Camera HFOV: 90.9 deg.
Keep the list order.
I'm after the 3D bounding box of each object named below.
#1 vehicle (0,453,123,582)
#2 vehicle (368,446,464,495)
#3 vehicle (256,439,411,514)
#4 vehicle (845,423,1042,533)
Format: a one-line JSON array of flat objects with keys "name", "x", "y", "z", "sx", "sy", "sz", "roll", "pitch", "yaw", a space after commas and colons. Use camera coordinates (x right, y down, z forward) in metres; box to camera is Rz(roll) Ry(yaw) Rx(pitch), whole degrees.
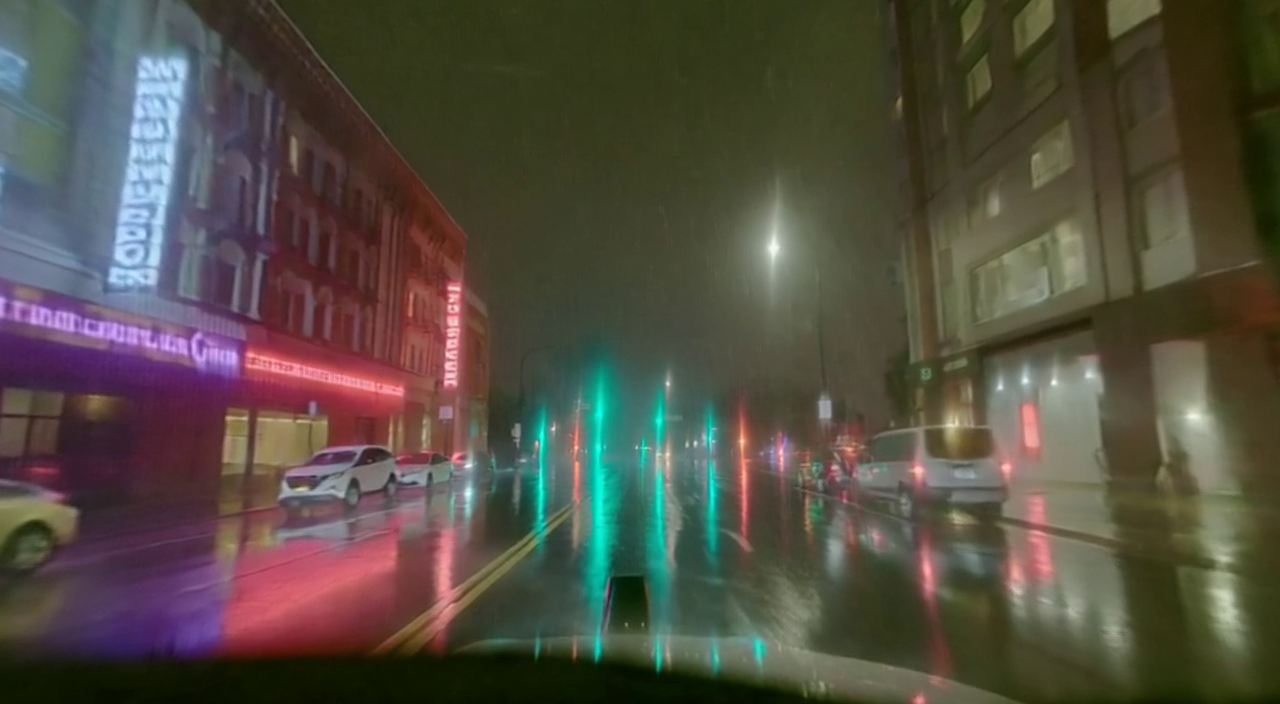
[{"name": "vehicle", "x": -8.898, "y": 1.962, "z": 7.257, "sx": 1.905, "sy": 1.576, "sz": 4.566, "roll": -2, "pitch": -11, "yaw": 1}, {"name": "vehicle", "x": -8.870, "y": 4.700, "z": 25.499, "sx": 2.004, "sy": 1.709, "sz": 4.941, "roll": 0, "pitch": -8, "yaw": 1}, {"name": "vehicle", "x": -8.790, "y": 3.581, "z": 18.694, "sx": 2.140, "sy": 1.861, "sz": 4.801, "roll": -1, "pitch": -9, "yaw": 1}, {"name": "vehicle", "x": 5.979, "y": 2.505, "z": 13.194, "sx": 1.922, "sy": 1.871, "sz": 4.477, "roll": 0, "pitch": -8, "yaw": 1}]
